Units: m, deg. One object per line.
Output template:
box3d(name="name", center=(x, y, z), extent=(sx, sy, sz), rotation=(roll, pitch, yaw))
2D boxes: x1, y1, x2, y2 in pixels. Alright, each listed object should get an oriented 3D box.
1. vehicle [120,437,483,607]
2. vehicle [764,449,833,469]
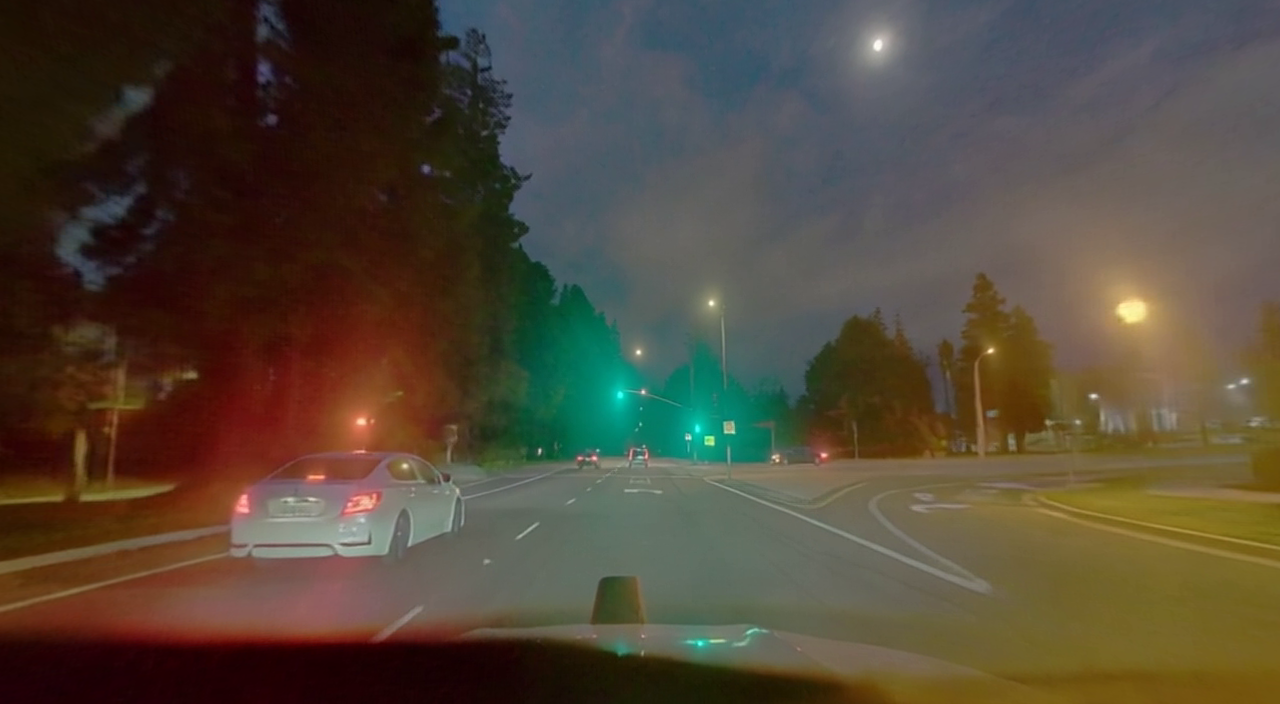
box3d(name="vehicle", center=(-3.540, 1.842, 7.830), extent=(1.968, 1.459, 4.433), rotation=(0, -9, 1))
box3d(name="vehicle", center=(11.930, 8.075, 47.656), extent=(4.632, 1.473, 1.889), rotation=(1, -9, -3))
